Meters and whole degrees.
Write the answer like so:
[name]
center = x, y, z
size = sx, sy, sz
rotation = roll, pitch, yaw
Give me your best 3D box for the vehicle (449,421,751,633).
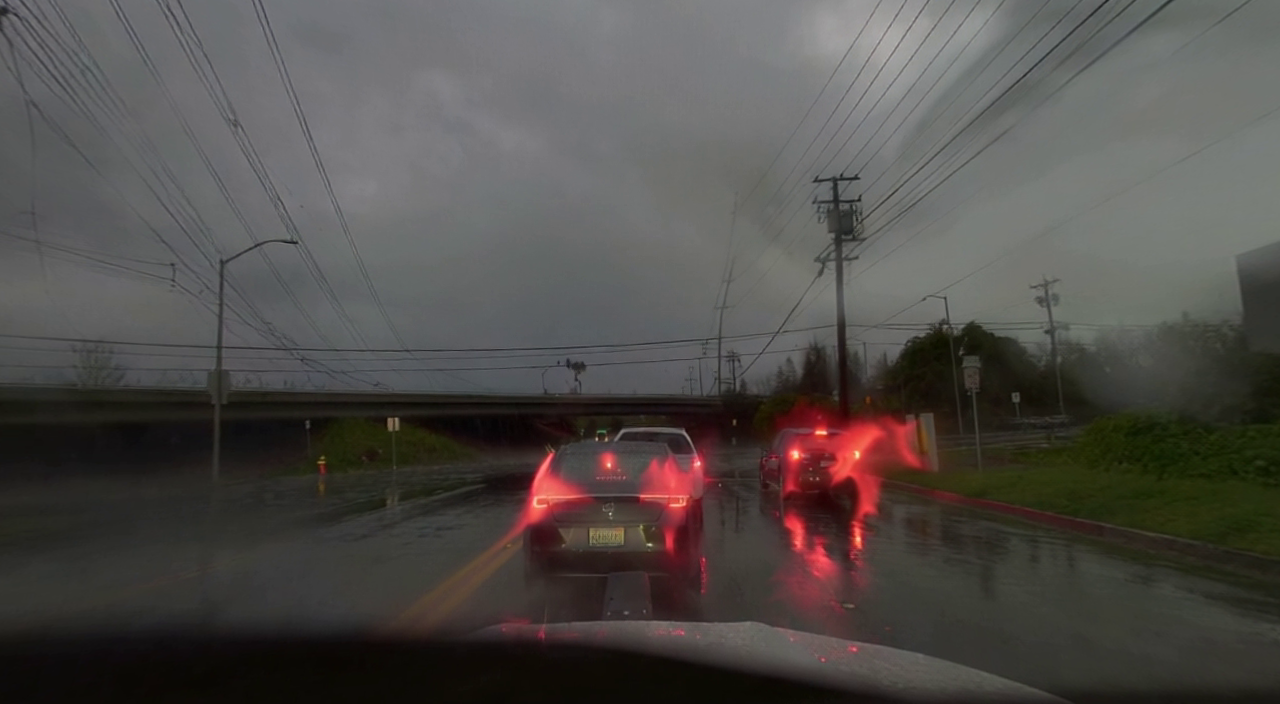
[vehicle]
center = -0.242, 1.527, 6.465
size = 2.090, 1.458, 4.033
rotation = -1, -9, 1
